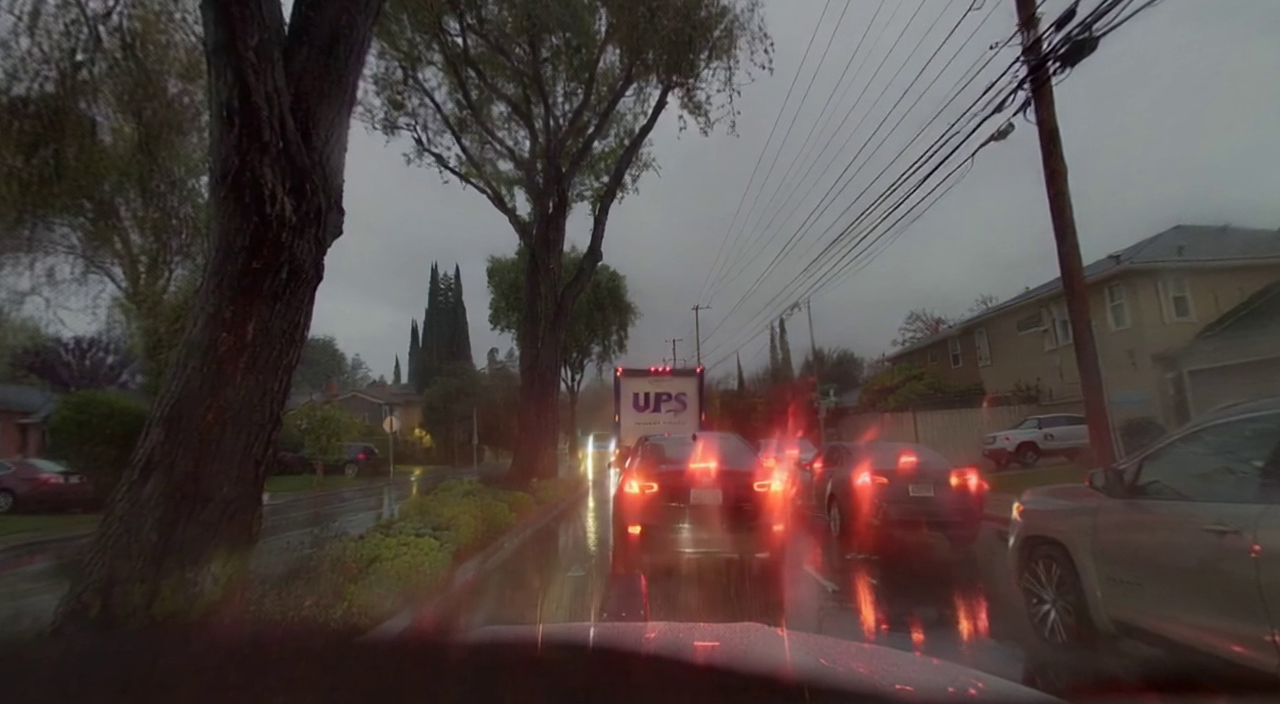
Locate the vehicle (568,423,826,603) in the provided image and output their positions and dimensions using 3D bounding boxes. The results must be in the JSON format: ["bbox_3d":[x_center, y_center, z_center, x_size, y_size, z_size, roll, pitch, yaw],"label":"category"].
[{"bbox_3d":[0.472,1.681,7.529,2.158,1.499,4.377,0,-8,0],"label":"vehicle"}]

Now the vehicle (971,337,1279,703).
[{"bbox_3d":[3.315,0.768,1.927,2.069,1.722,4.888,0,-8,2],"label":"vehicle"}]

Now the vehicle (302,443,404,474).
[{"bbox_3d":[-17.428,6.466,38.305,5.274,1.793,1.921,0,-8,3],"label":"vehicle"}]

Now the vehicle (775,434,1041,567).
[{"bbox_3d":[3.503,2.010,9.354,1.993,1.479,4.487,0,-8,0],"label":"vehicle"}]

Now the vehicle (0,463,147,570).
[{"bbox_3d":[-10.352,2.492,9.490,1.925,1.482,4.753,0,-8,0],"label":"vehicle"}]
